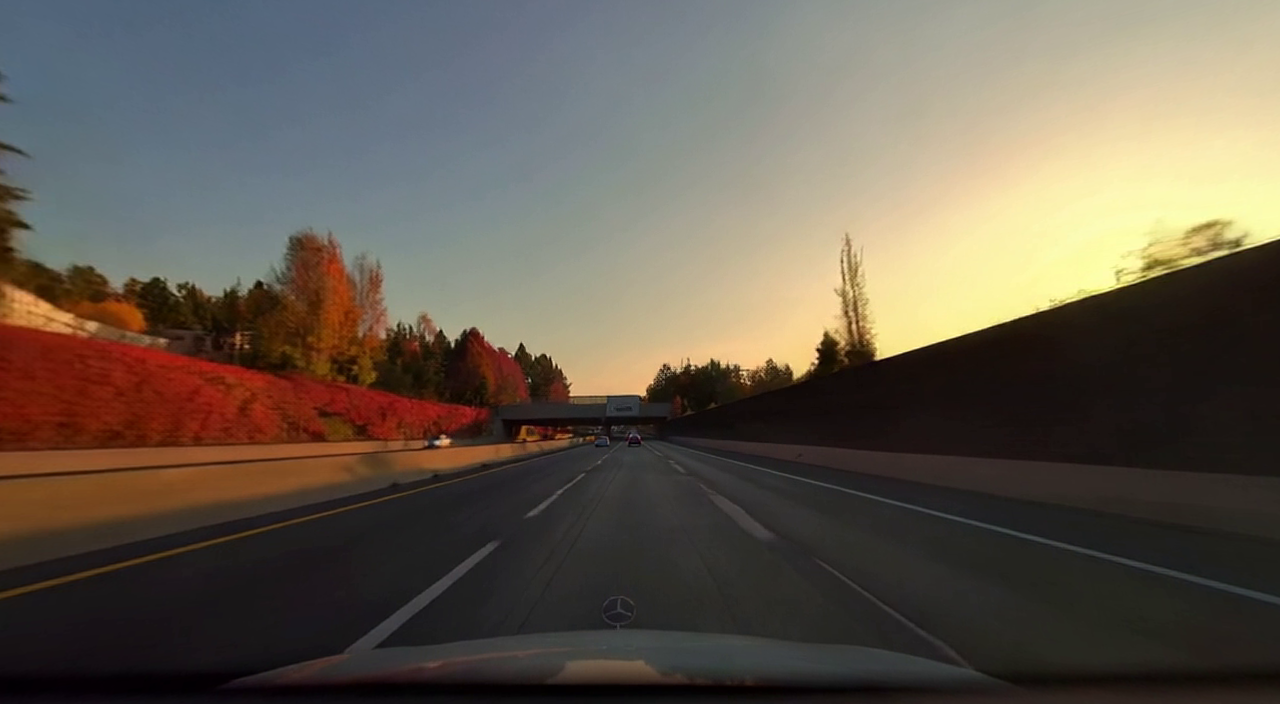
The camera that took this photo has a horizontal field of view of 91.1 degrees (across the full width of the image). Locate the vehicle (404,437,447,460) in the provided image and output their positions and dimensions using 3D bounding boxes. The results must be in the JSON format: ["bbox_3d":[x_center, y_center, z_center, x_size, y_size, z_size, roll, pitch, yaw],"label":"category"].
[{"bbox_3d":[-16.957,7.617,49.963,1.958,1.710,4.234,0,-8,-1],"label":"vehicle"}]
